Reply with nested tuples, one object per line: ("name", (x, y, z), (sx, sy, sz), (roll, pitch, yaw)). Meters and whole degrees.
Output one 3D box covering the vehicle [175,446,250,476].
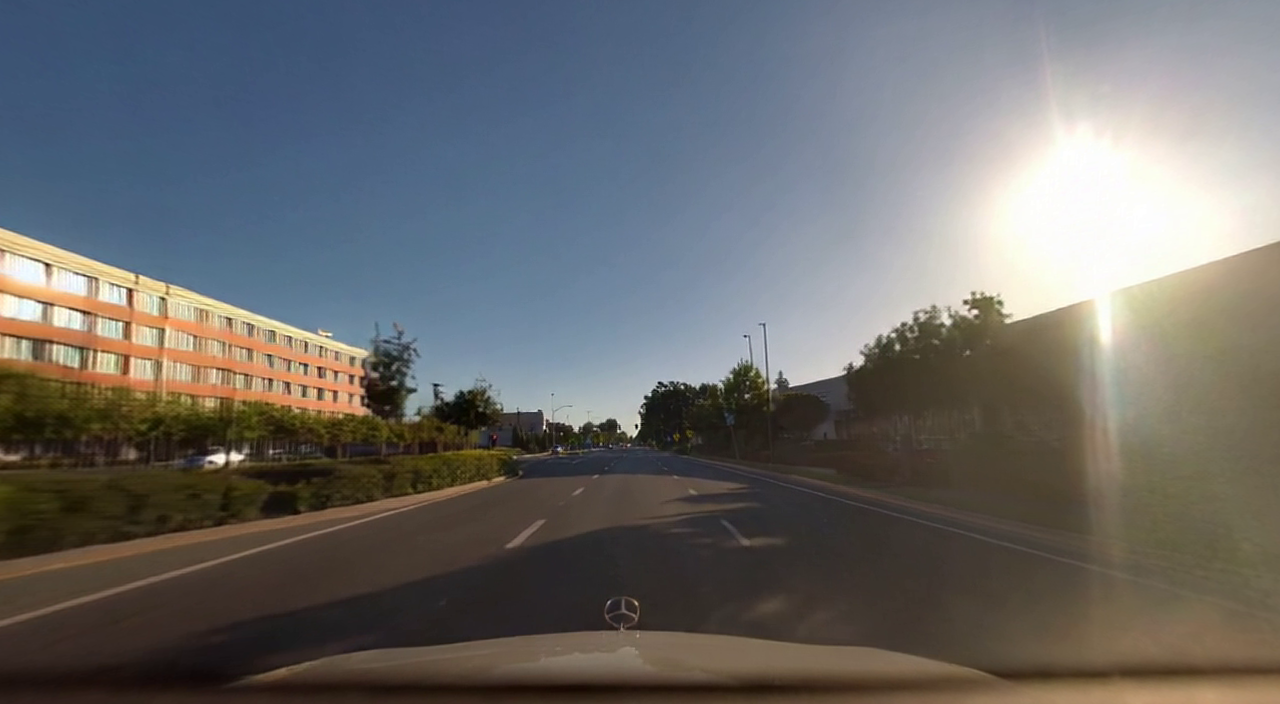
("vehicle", (-28.342, 7.205, 42.049), (1.987, 1.872, 4.150), (0, -8, 0))
